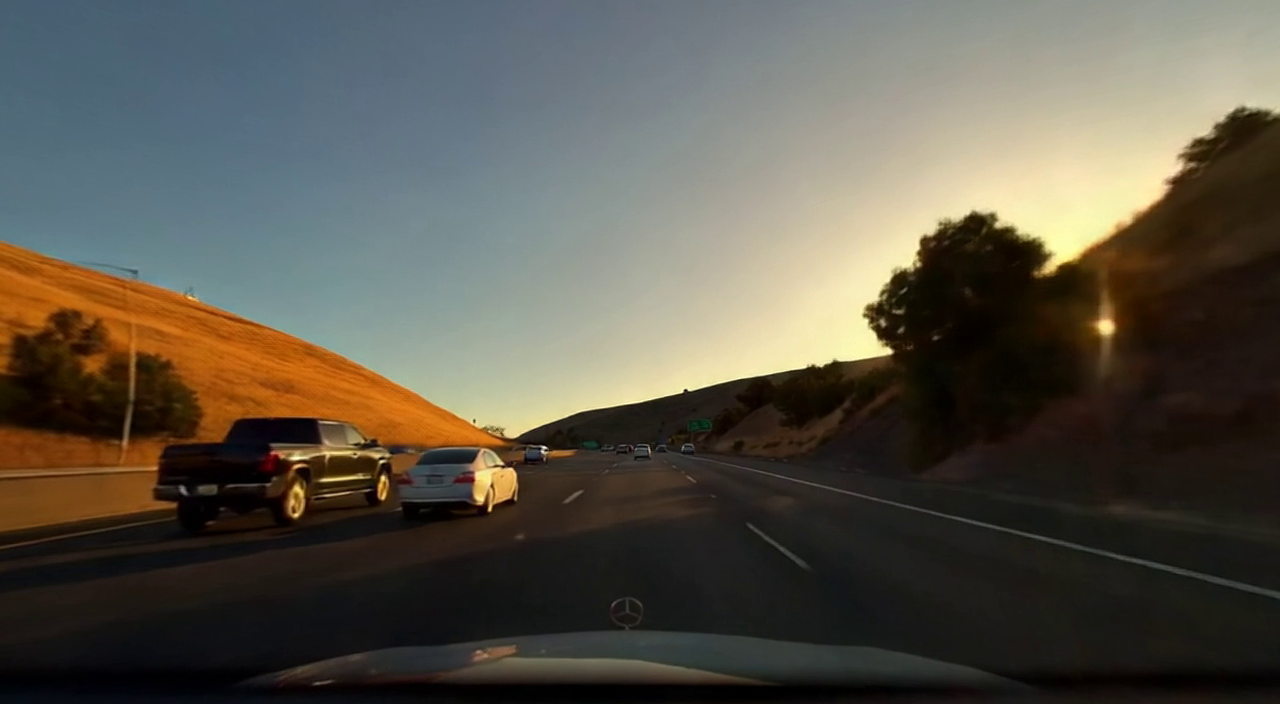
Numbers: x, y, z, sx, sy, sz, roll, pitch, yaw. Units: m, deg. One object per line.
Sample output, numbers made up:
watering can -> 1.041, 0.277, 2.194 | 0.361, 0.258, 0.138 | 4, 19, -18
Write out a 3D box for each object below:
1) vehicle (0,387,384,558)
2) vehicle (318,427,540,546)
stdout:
vehicle -> -7.080, 1.927, 10.864 | 2.589, 2.063, 6.206 | 0, -8, 1
vehicle -> -3.162, 2.121, 10.672 | 2.091, 1.552, 4.516 | 0, -8, 2
